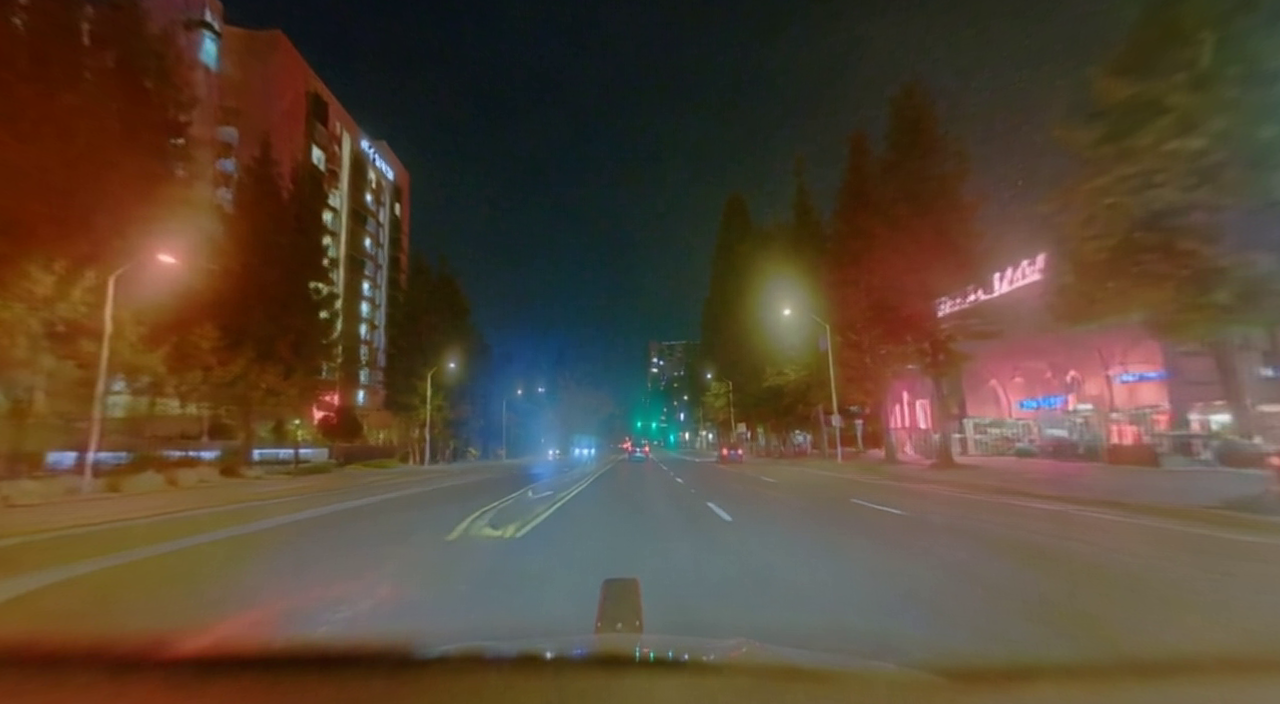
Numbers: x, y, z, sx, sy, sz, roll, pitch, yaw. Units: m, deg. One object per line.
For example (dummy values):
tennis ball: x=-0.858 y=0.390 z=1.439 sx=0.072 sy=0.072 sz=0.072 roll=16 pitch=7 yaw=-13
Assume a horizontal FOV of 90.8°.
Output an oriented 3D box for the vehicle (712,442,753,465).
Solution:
vehicle: x=6.349 y=7.014 z=43.856 sx=2.024 sy=1.475 sz=4.600 roll=0 pitch=-8 yaw=-2
